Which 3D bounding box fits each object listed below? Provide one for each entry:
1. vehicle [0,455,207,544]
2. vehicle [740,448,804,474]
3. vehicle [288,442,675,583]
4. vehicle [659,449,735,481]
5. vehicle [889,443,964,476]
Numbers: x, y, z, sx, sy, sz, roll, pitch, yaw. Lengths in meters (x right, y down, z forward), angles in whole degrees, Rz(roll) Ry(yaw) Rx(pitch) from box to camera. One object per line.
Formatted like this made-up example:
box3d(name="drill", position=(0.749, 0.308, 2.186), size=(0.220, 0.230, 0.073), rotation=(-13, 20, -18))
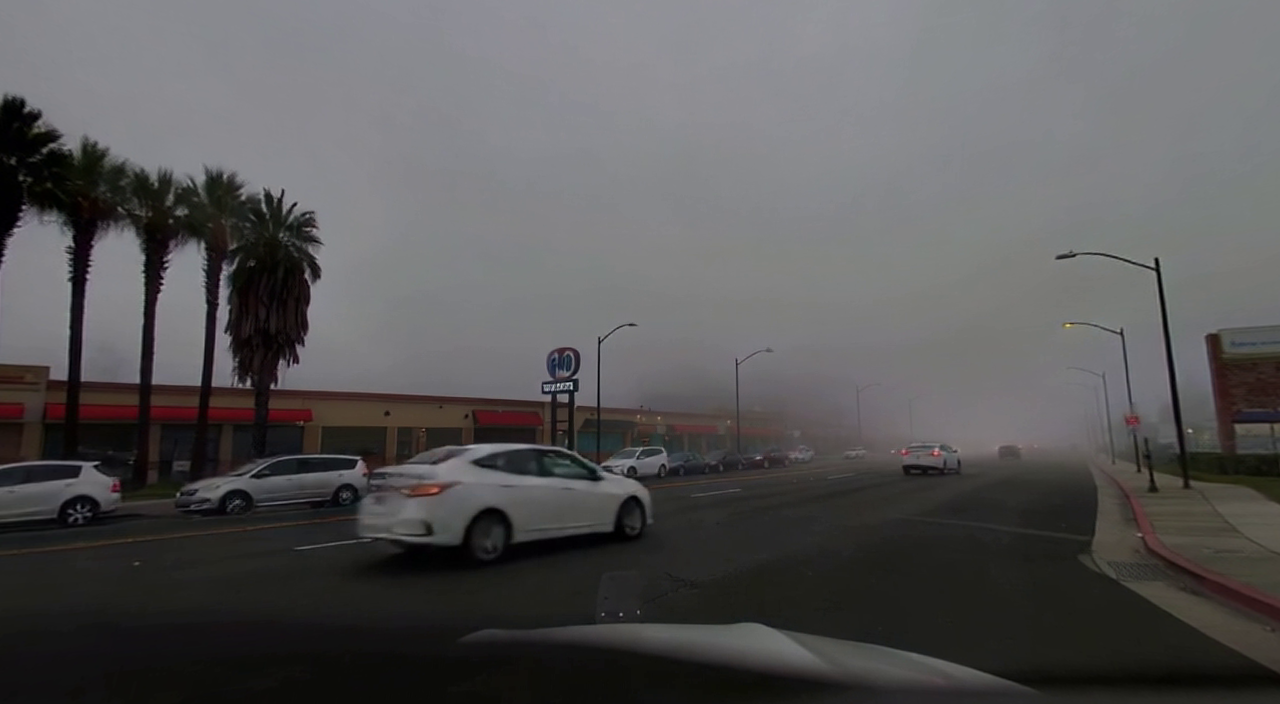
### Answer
box3d(name="vehicle", position=(-11.439, 2.740, 12.019), size=(1.854, 1.482, 4.756), rotation=(-6, -11, 37))
box3d(name="vehicle", position=(8.038, 6.537, 38.052), size=(1.981, 1.493, 4.721), rotation=(-6, -11, 36))
box3d(name="vehicle", position=(-2.020, 2.056, 9.083), size=(4.918, 1.461, 2.139), rotation=(7, -11, -40))
box3d(name="vehicle", position=(2.863, 5.492, 30.847), size=(1.776, 1.448, 4.137), rotation=(-6, -11, 37))
box3d(name="vehicle", position=(14.586, 5.371, 31.891), size=(2.232, 1.513, 5.090), rotation=(-6, -11, 37))
